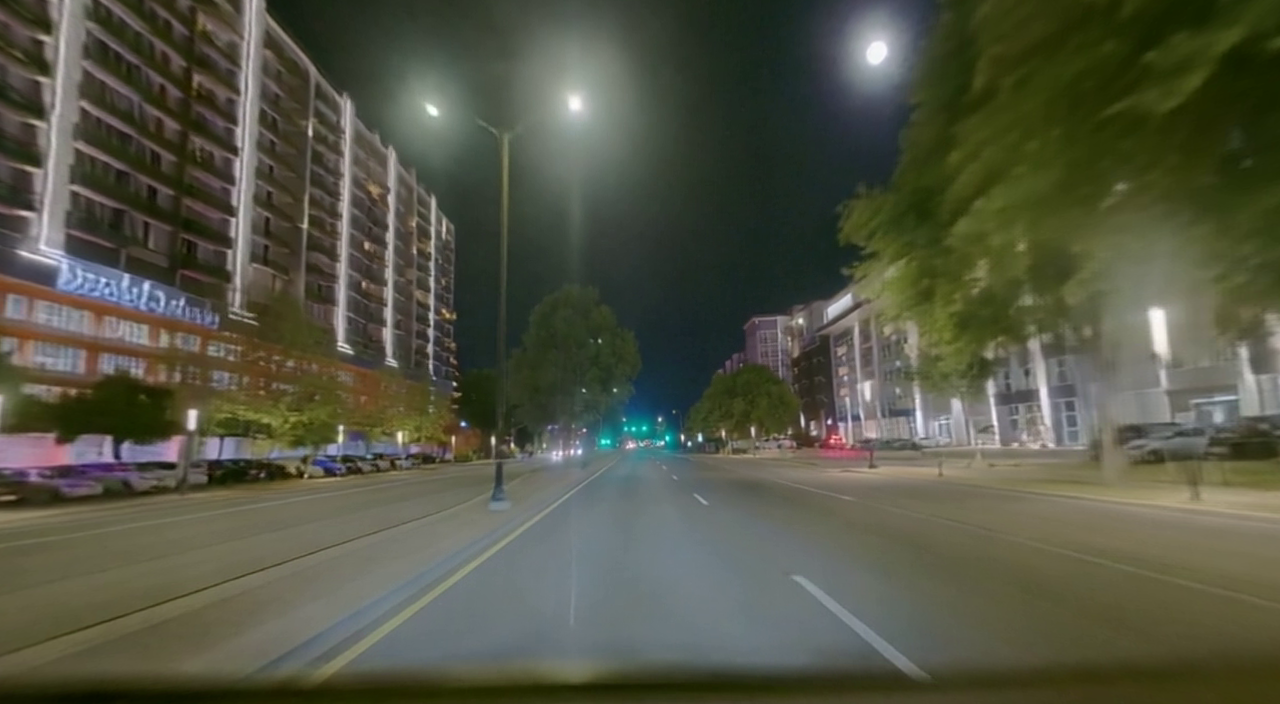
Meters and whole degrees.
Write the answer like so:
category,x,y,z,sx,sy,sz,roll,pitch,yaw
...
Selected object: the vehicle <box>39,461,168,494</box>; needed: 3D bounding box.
category,x,y,z,sx,sy,sz,roll,pitch,yaw
vehicle,-26.033,6.085,30.883,4.329,1.423,1.954,4,-9,-24
